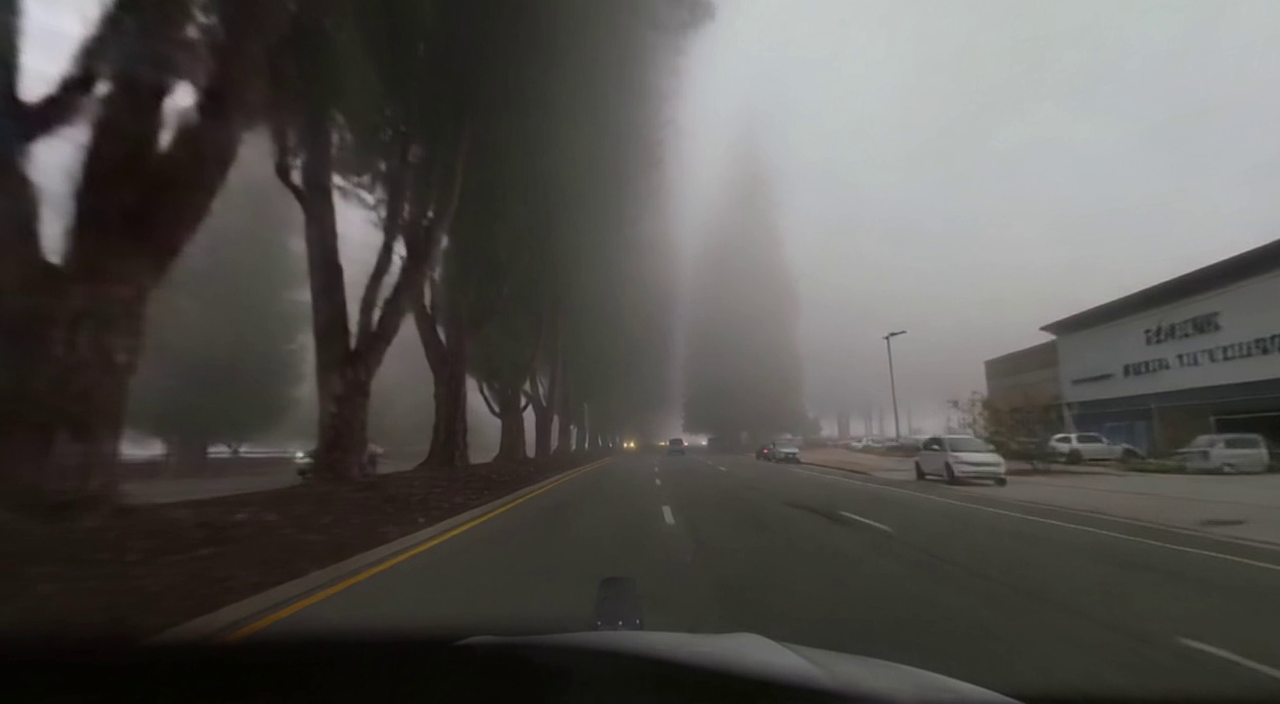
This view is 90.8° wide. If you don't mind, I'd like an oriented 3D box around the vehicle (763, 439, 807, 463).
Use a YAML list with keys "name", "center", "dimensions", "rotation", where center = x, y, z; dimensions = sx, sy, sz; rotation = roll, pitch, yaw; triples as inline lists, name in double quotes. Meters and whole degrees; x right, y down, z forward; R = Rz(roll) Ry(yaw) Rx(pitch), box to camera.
- name: "vehicle"
  center: [9.420, 6.460, 41.355]
  dimensions: [2.022, 1.449, 4.706]
  rotation: [-1, -9, 4]

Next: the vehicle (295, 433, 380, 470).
- name: "vehicle"
  center: [-13.551, 4.520, 28.585]
  dimensions: [1.802, 1.535, 4.031]
  rotation: [-1, -9, 1]

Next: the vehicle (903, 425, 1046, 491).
- name: "vehicle"
  center: [11.065, 3.551, 21.463]
  dimensions: [2.264, 1.958, 5.135]
  rotation: [-1, -9, 4]
